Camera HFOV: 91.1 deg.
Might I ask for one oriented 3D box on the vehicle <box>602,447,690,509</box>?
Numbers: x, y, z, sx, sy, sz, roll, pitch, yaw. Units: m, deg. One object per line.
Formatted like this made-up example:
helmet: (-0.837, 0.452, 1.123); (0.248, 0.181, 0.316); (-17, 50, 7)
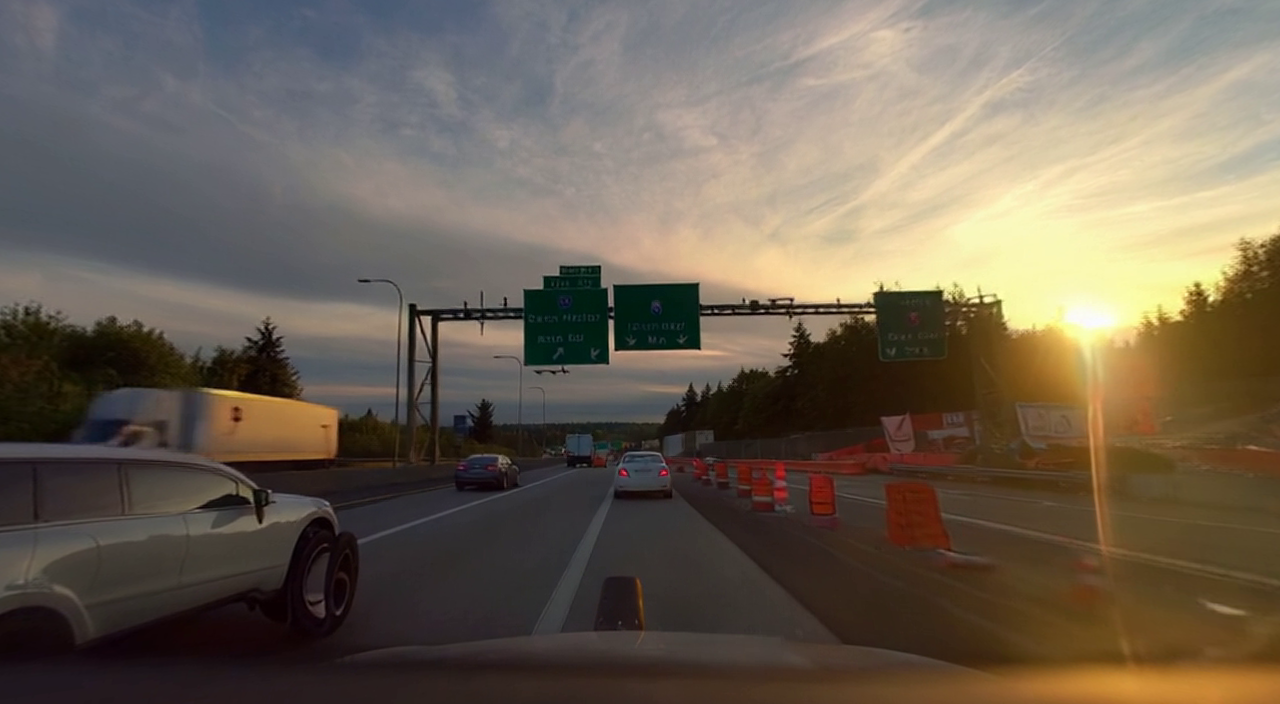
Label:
vehicle: (0.149, 3.265, 16.753); (2.080, 1.451, 3.512); (0, -9, 0)

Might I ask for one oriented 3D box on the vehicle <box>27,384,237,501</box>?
vehicle: (-19.179, 3.513, 24.399); (2.979, 3.948, 5.862); (0, -9, 0)

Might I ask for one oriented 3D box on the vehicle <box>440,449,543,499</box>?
vehicle: (-4.634, 3.860, 20.259); (2.063, 1.417, 4.000); (-1, -9, 5)
